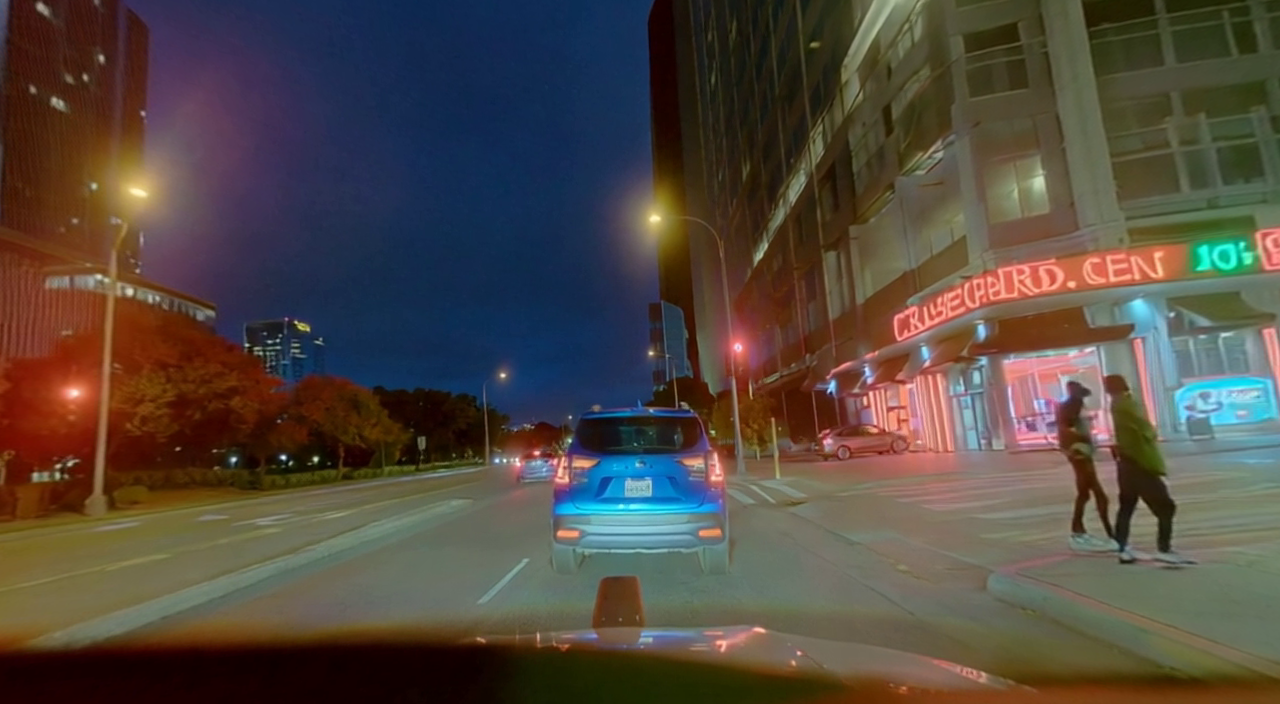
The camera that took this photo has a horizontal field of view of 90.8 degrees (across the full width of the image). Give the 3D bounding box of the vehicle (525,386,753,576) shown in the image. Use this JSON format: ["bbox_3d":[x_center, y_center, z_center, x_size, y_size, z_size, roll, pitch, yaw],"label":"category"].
[{"bbox_3d":[-0.117,1.685,9.032,2.352,1.953,4.796,0,-8,-3],"label":"vehicle"}]

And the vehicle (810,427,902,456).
[{"bbox_3d":[11.857,4.960,34.880,4.426,1.490,1.862,-1,-8,4],"label":"vehicle"}]
